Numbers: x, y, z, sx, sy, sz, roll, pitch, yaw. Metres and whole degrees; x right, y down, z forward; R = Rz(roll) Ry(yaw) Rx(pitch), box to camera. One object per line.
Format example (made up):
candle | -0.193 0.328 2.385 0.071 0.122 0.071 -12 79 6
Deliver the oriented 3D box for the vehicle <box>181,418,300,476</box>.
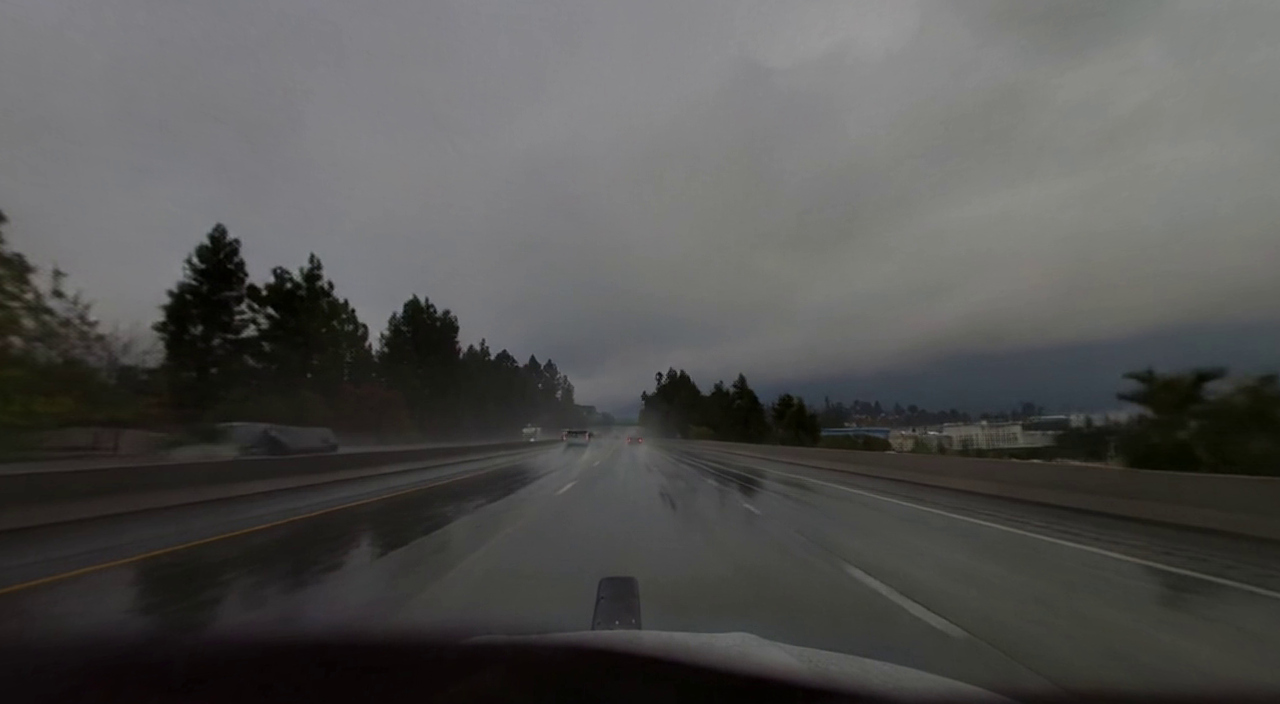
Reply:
vehicle | -16.633 3.969 26.522 2.184 2.216 4.156 0 -8 0

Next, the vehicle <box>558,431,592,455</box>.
vehicle | -4.578 6.524 45.124 2.003 1.626 4.256 0 -8 0

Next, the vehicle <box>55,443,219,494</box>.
vehicle | -16.570 3.823 21.115 1.800 1.475 4.489 0 -8 -1
